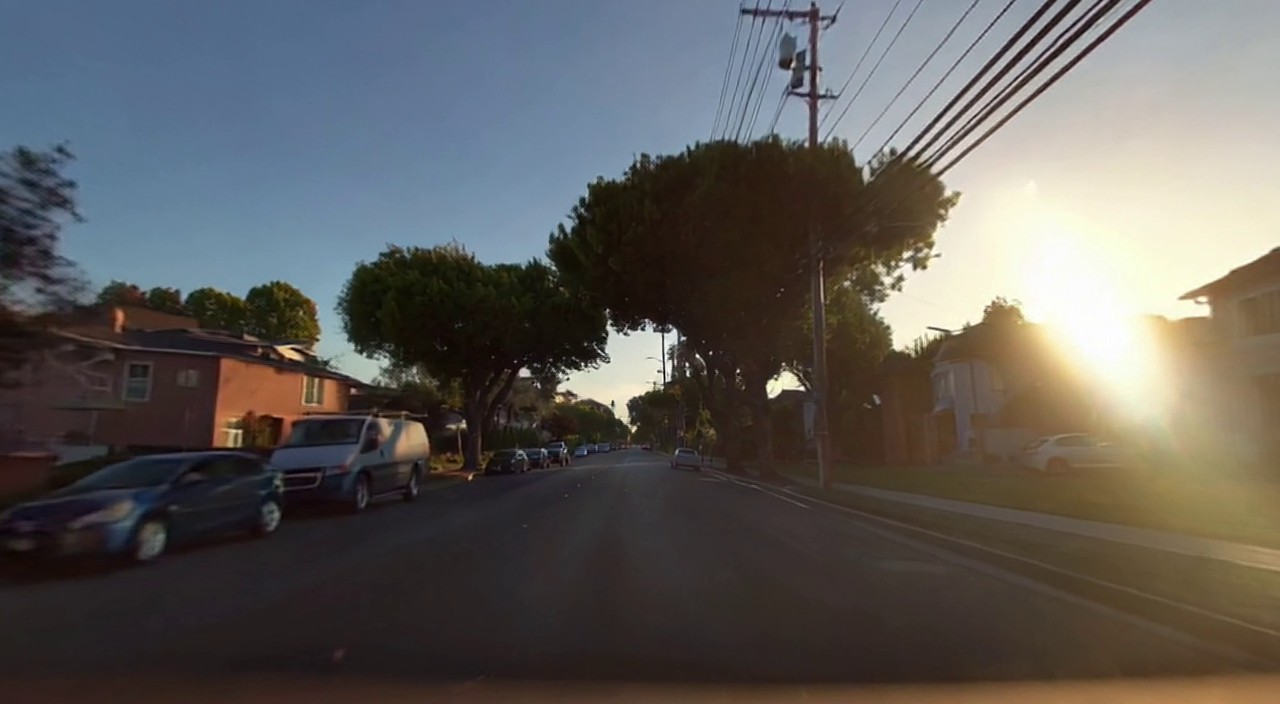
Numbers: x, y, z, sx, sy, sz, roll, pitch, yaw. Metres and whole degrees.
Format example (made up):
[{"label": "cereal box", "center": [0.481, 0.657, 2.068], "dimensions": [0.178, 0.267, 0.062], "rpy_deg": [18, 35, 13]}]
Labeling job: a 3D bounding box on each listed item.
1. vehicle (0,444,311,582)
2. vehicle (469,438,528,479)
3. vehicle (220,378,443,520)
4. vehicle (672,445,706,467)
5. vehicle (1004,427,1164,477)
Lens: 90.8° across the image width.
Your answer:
[{"label": "vehicle", "center": [-6.695, 2.104, 8.956], "dimensions": [1.846, 1.427, 4.260], "rpy_deg": [-1, -10, -1]}, {"label": "vehicle", "center": [-6.794, 5.150, 30.774], "dimensions": [1.963, 1.820, 4.297], "rpy_deg": [0, -9, -1]}, {"label": "vehicle", "center": [-6.815, 2.332, 15.050], "dimensions": [2.439, 2.724, 5.647], "rpy_deg": [0, -10, -1]}, {"label": "vehicle", "center": [3.290, 7.058, 43.064], "dimensions": [1.869, 1.453, 4.237], "rpy_deg": [0, -9, -2]}, {"label": "vehicle", "center": [16.050, 3.658, 23.017], "dimensions": [4.275, 1.645, 1.874], "rpy_deg": [-1, -10, 1]}]
